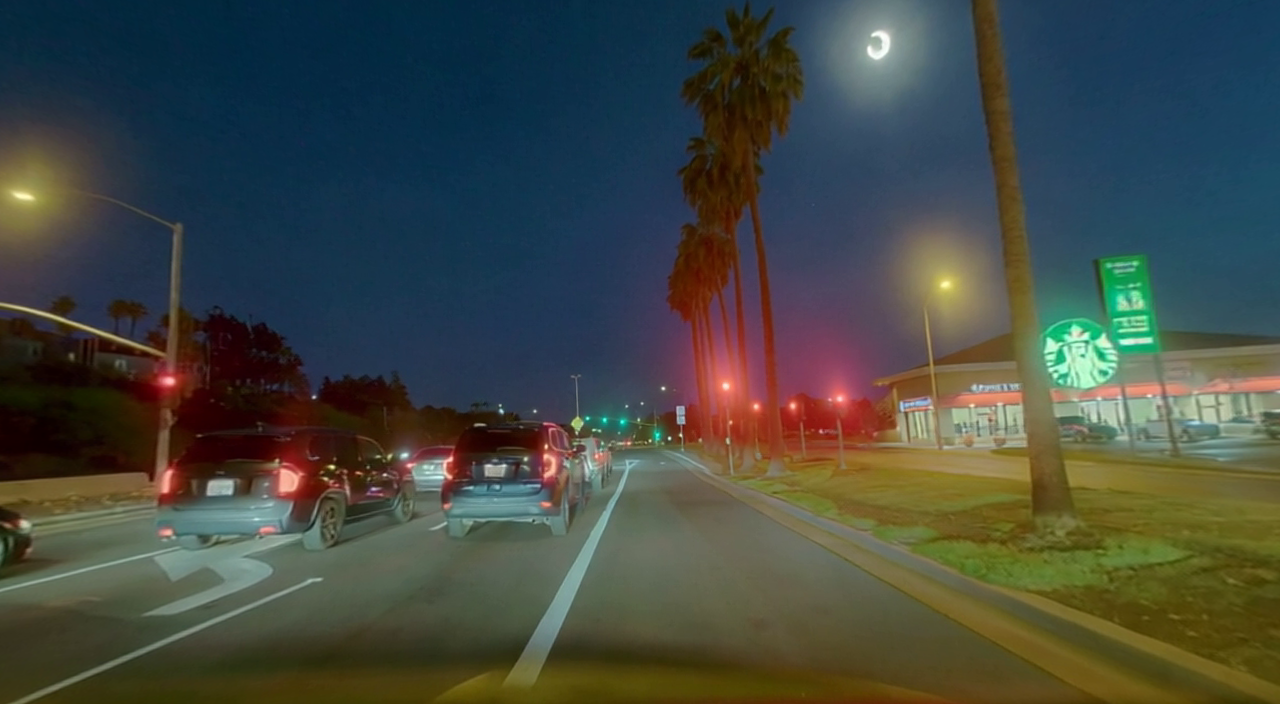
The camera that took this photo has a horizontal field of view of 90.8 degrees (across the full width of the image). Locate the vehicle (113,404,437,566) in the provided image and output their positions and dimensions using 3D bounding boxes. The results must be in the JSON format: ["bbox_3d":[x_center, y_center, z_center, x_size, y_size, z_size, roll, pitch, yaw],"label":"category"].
[{"bbox_3d":[-5.023,1.903,9.792,2.025,1.862,4.804,0,-9,2],"label":"vehicle"}]

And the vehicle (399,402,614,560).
[{"bbox_3d":[-1.590,1.783,9.336,2.153,1.759,4.320,0,-9,1],"label":"vehicle"}]
